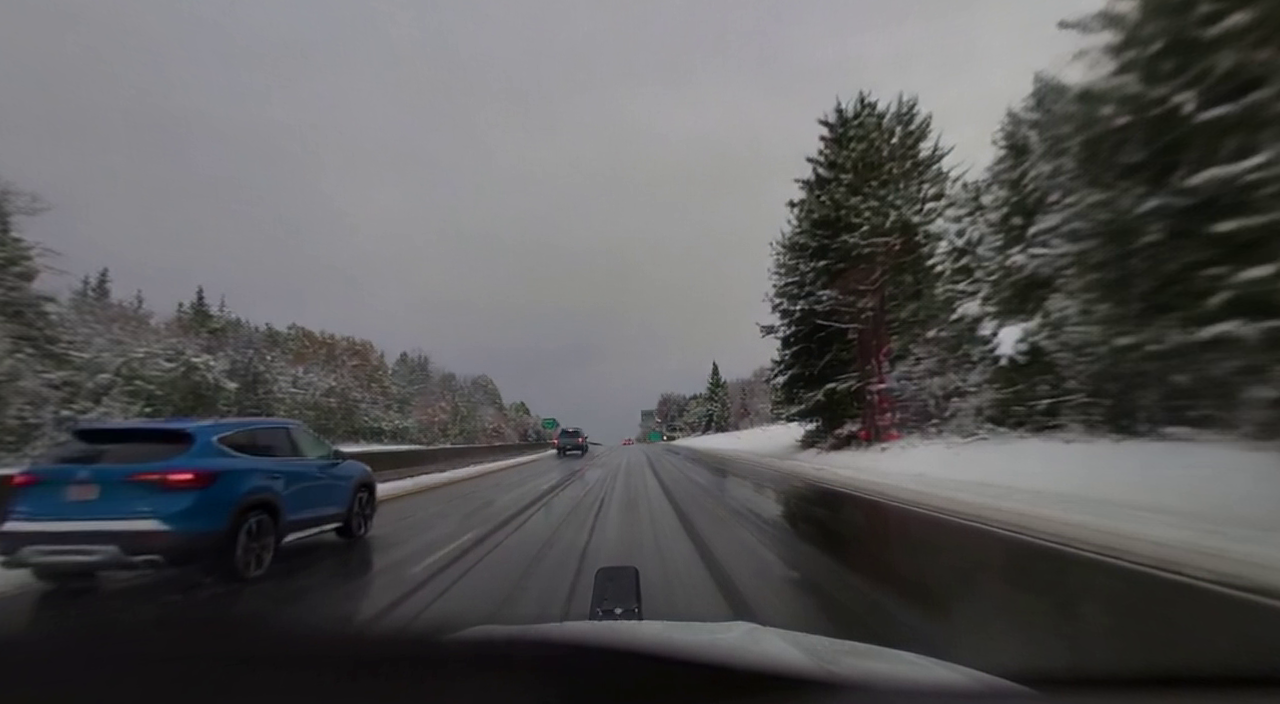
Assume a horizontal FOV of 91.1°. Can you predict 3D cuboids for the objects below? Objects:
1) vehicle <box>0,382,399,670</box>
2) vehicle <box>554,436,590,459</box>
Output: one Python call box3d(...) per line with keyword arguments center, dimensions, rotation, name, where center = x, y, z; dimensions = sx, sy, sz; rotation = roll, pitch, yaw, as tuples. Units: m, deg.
box3d(center=(-4.194, 1.303, 5.961), dimensions=(2.070, 1.647, 4.577), rotation=(0, -8, -1), name="vehicle")
box3d(center=(-4.672, 6.599, 43.794), dimensions=(2.063, 1.496, 4.225), rotation=(0, -8, -1), name="vehicle")
